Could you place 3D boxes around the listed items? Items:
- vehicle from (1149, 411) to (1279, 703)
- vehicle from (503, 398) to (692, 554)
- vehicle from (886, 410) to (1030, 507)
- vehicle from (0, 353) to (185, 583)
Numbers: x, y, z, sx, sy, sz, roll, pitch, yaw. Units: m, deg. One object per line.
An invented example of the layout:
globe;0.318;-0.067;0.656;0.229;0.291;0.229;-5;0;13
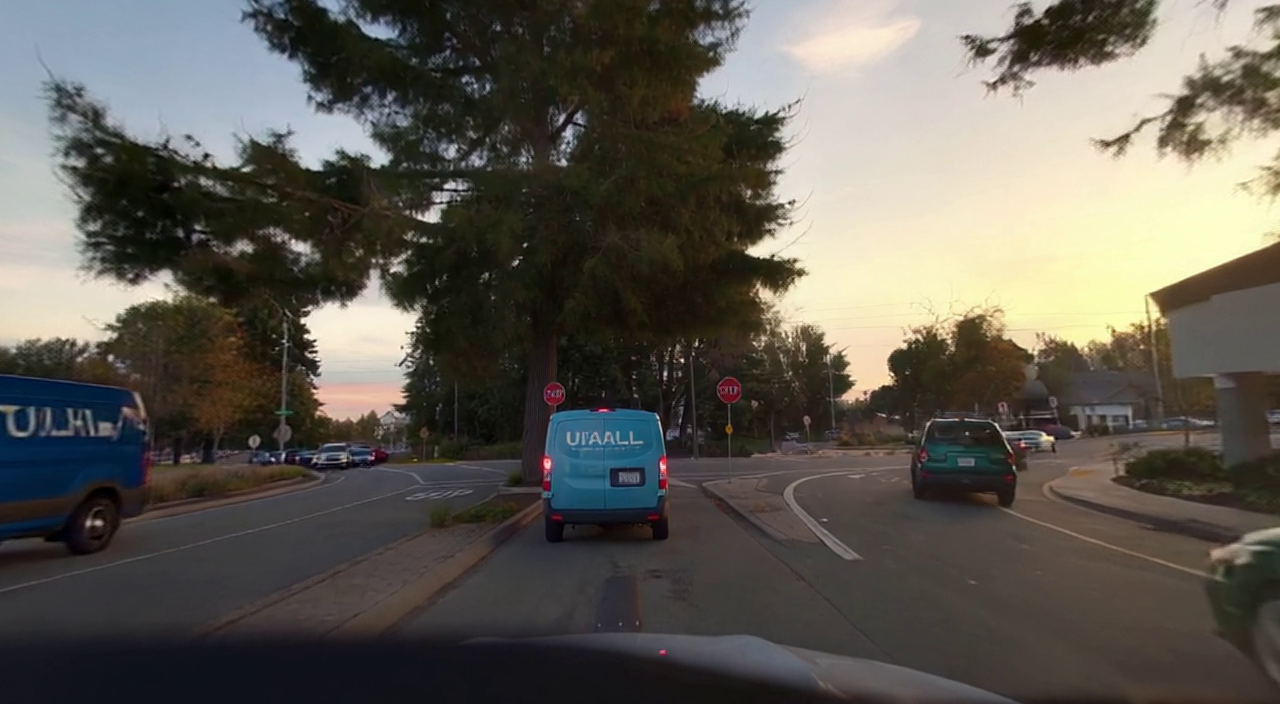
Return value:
vehicle;4.084;0.786;1.357;2.079;1.504;4.828;0;-9;2
vehicle;-0.432;1.813;9.823;2.237;1.828;4.546;0;-9;2
vehicle;7.564;2.590;15.654;2.204;1.973;4.946;-2;-9;16
vehicle;-8.016;1.248;6.789;2.426;2.410;5.046;0;-9;0
